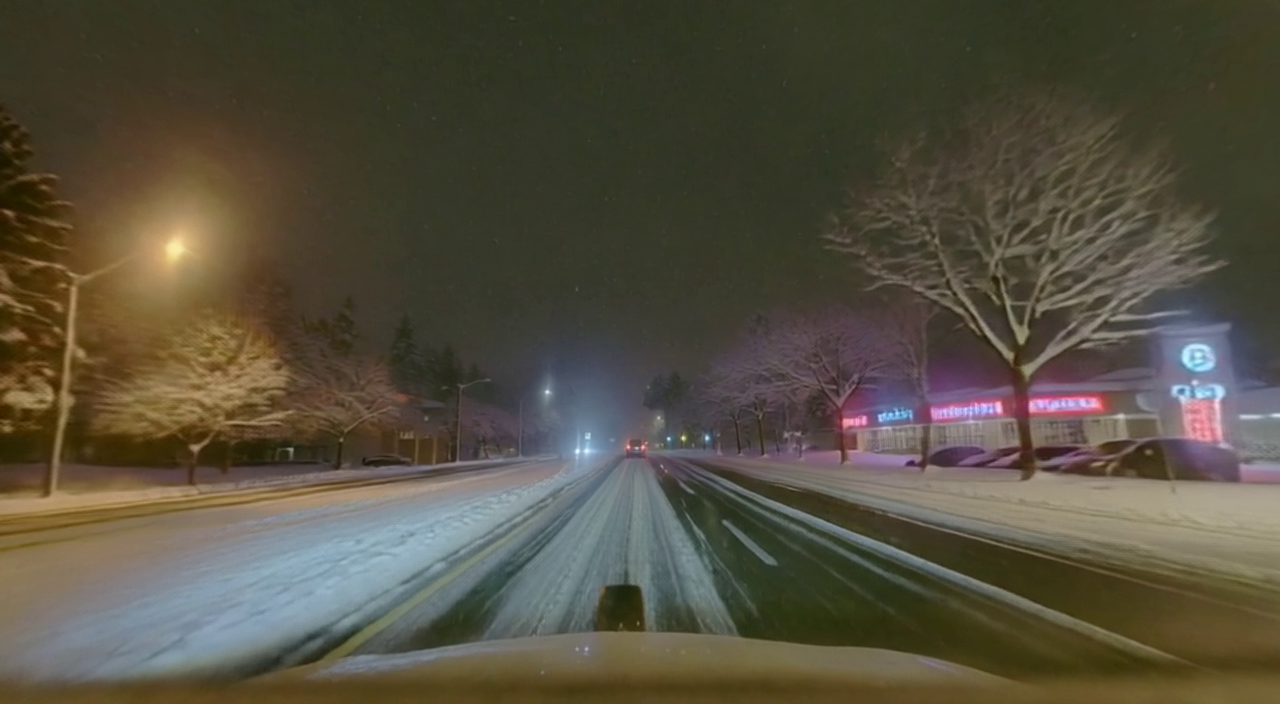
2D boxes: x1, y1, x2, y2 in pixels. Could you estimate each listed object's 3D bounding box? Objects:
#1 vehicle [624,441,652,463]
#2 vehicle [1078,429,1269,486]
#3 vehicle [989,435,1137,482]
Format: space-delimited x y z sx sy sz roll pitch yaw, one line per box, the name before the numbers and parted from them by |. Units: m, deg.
vehicle | -0.163 7.865 49.784 2.095 1.647 4.205 0 -8 -1
vehicle | 18.856 3.743 22.525 4.739 1.916 2.136 0 -8 1
vehicle | 18.391 4.644 27.650 4.904 1.924 2.095 1 -8 -1
